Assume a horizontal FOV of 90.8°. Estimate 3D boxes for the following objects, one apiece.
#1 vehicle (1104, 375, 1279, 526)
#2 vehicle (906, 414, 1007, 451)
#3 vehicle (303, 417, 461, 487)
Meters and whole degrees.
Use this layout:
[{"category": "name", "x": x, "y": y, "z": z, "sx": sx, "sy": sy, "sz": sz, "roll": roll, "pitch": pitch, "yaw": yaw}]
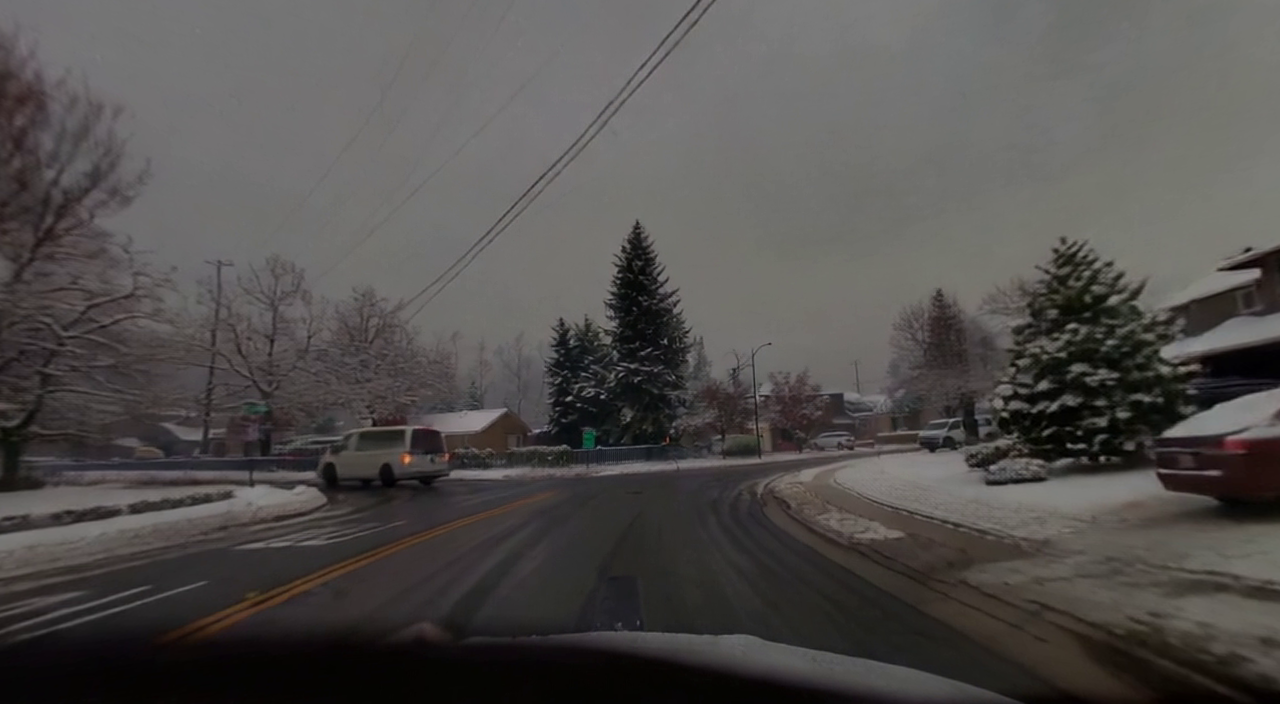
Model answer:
[{"category": "vehicle", "x": 9.154, "y": 0.973, "z": 8.098, "sx": 4.658, "sy": 1.536, "sz": 2.090, "roll": -8, "pitch": -9, "yaw": -2}, {"category": "vehicle", "x": 19.433, "y": 5.028, "z": 39.007, "sx": 2.056, "sy": 2.014, "sz": 5.011, "roll": 7, "pitch": -12, "yaw": -40}, {"category": "vehicle", "x": -12.663, "y": 4.839, "z": 30.875, "sx": 7.559, "sy": 3.058, "sz": 2.929, "roll": -5, "pitch": -10, "yaw": 29}]
